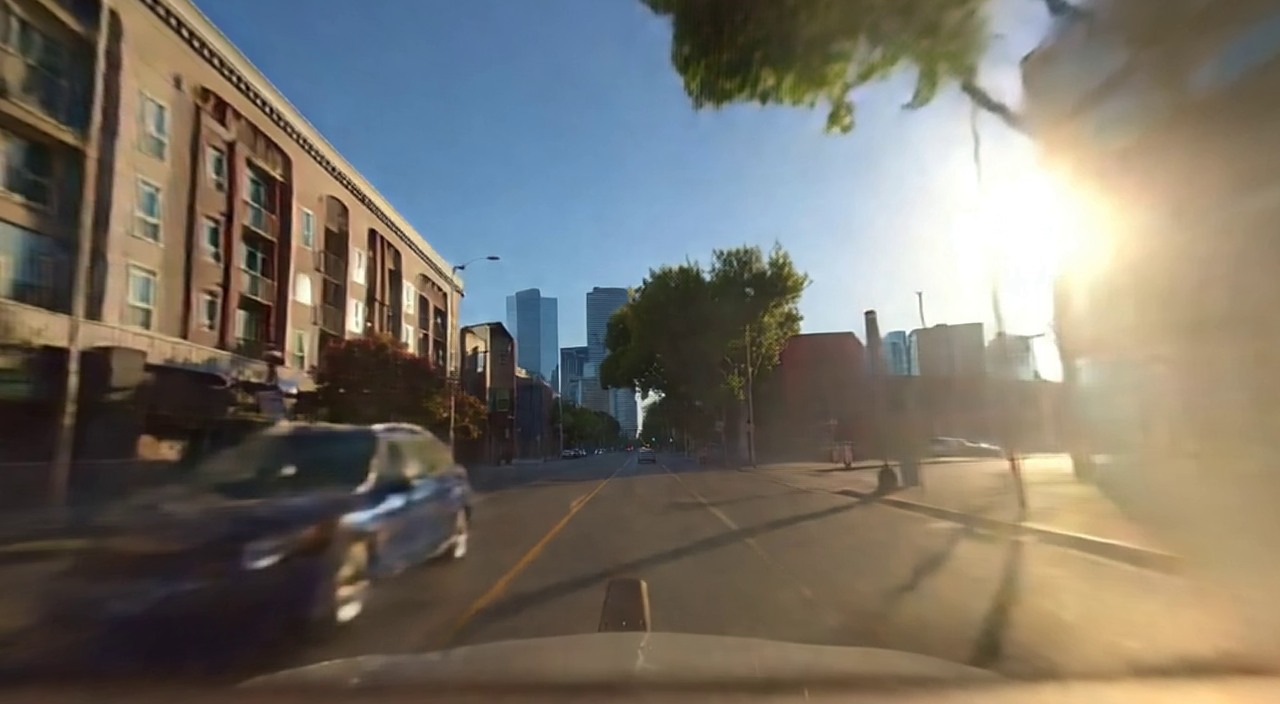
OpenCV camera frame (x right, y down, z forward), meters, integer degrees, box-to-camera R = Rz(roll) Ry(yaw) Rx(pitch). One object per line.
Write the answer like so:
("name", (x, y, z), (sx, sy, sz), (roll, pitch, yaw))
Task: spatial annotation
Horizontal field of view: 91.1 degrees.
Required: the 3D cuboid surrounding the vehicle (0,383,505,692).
("vehicle", (-2.948, 1.378, 5.855), (2.332, 1.732, 4.463), (0, -8, 1))
